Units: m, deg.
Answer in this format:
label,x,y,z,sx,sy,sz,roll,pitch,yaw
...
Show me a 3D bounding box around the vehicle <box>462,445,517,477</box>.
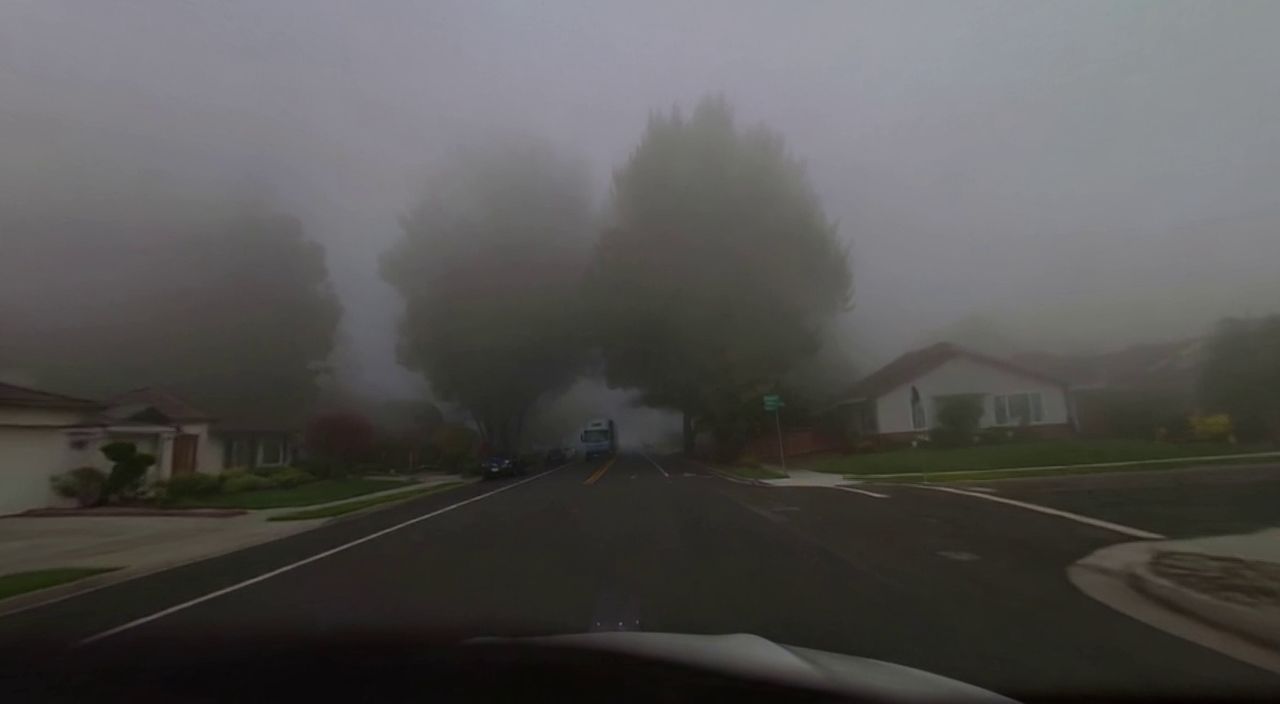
label,x,y,z,sx,sy,sz,roll,pitch,yaw
vehicle,-8.853,6.447,37.599,2.119,1.775,4.643,0,-9,1
